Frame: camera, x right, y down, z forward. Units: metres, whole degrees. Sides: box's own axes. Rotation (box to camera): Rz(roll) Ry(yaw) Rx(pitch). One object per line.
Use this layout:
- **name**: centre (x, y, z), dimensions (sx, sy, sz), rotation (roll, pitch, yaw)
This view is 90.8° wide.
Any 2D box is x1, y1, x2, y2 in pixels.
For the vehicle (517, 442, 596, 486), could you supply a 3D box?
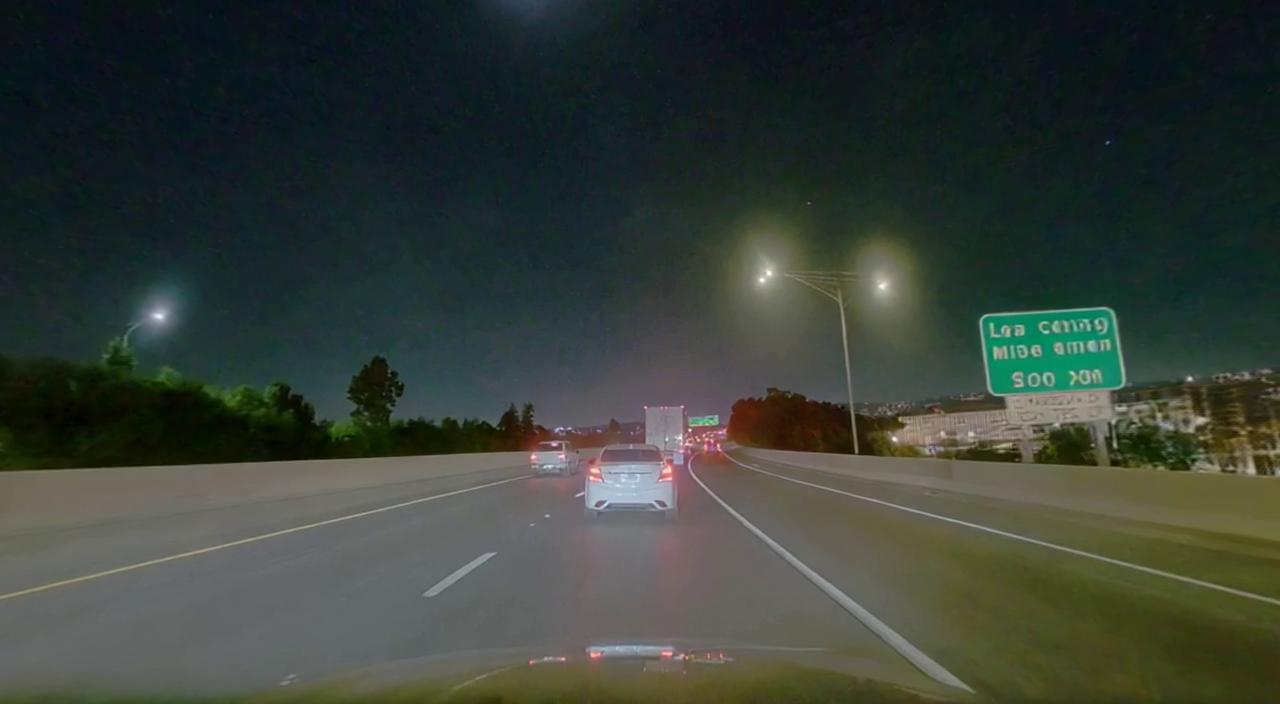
- **vehicle**: centre (-2.934, 4.079, 23.332), dimensions (2.104, 1.473, 4.496), rotation (-1, -9, 3)

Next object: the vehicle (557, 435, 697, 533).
- **vehicle**: centre (-0.169, 2.327, 11.713), dimensions (2.136, 1.470, 3.971), rotation (0, -9, 1)
